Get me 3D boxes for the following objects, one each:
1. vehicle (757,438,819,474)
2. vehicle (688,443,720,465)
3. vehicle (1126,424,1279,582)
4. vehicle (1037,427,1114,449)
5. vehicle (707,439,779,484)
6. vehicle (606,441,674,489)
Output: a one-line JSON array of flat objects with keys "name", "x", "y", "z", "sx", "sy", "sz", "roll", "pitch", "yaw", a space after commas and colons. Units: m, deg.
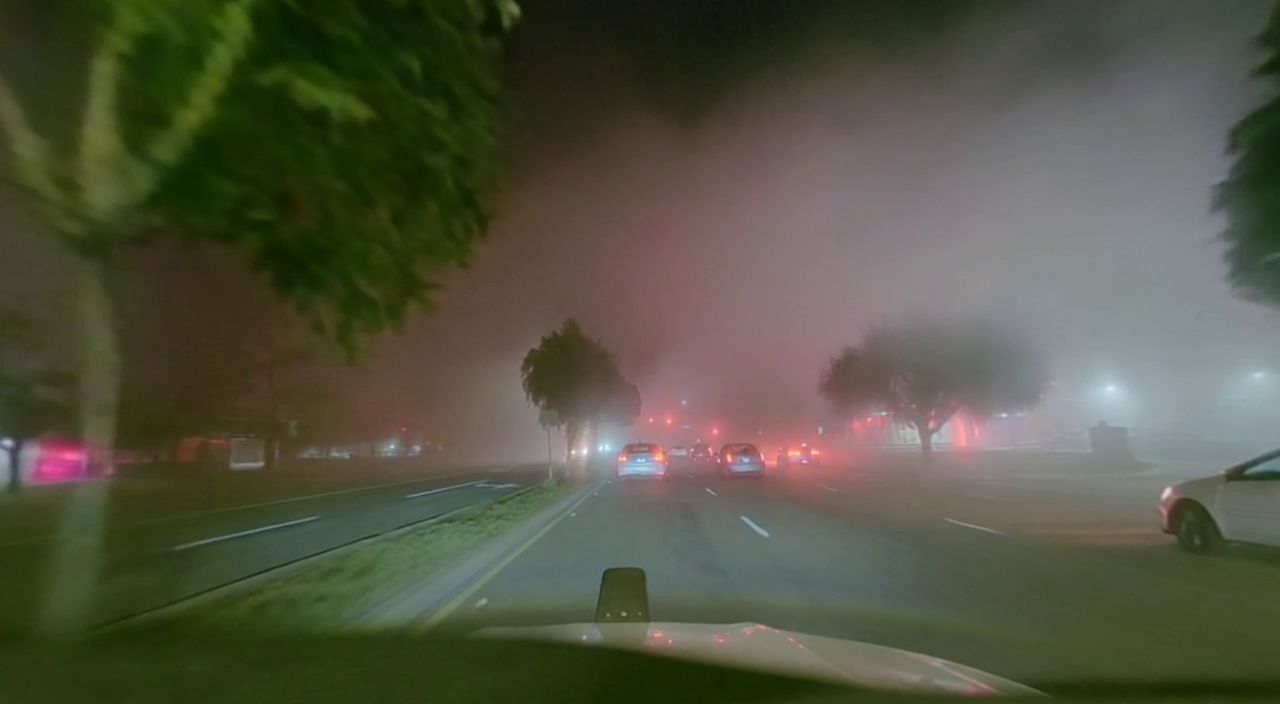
[{"name": "vehicle", "x": 7.461, "y": 5.270, "z": 32.263, "sx": 2.044, "sy": 1.701, "sz": 4.397, "roll": 0, "pitch": -8, "yaw": -1}, {"name": "vehicle", "x": 4.503, "y": 7.215, "z": 44.925, "sx": 1.862, "sy": 1.457, "sz": 4.204, "roll": 0, "pitch": -8, "yaw": 0}, {"name": "vehicle", "x": 7.136, "y": 1.413, "z": 5.768, "sx": 1.892, "sy": 1.515, "sz": 4.400, "roll": 0, "pitch": -8, "yaw": 1}, {"name": "vehicle", "x": 33.813, "y": 6.665, "z": 48.967, "sx": 4.462, "sy": 1.628, "sz": 1.921, "roll": -1, "pitch": -8, "yaw": 2}, {"name": "vehicle", "x": 3.775, "y": 4.084, "z": 23.796, "sx": 1.988, "sy": 1.528, "sz": 4.144, "roll": 0, "pitch": -8, "yaw": 0}, {"name": "vehicle", "x": 0.005, "y": 3.767, "z": 21.370, "sx": 2.096, "sy": 1.473, "sz": 3.893, "roll": 0, "pitch": -8, "yaw": 0}]
